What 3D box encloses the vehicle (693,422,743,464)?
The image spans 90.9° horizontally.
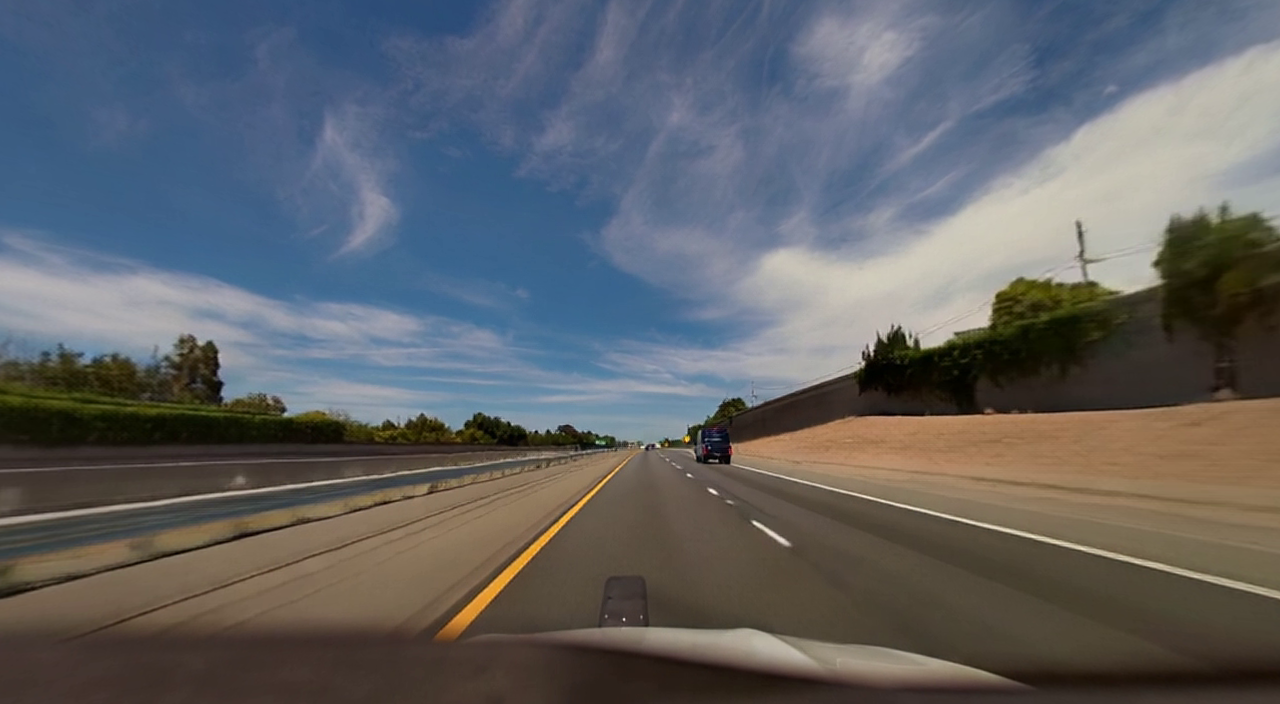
[{"bbox_3d":[5.005,6.001,41.530,2.430,2.495,6.062,0,-9,0],"label":"vehicle"}]
